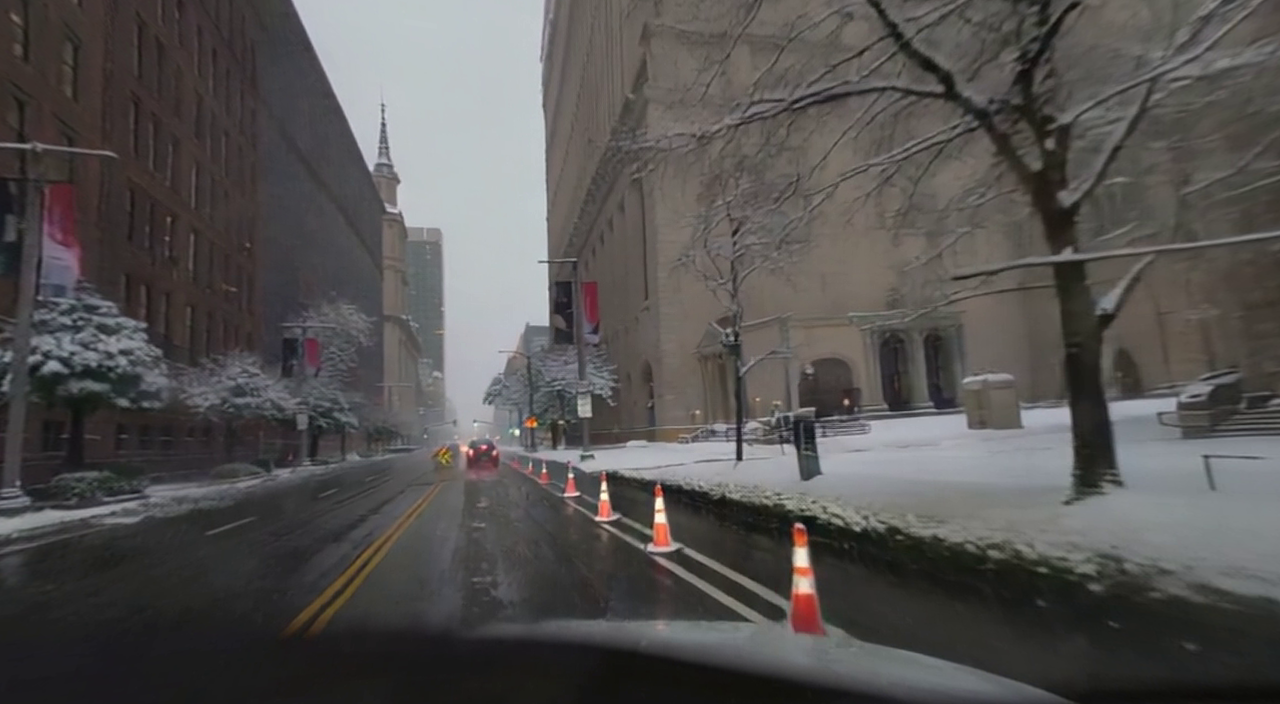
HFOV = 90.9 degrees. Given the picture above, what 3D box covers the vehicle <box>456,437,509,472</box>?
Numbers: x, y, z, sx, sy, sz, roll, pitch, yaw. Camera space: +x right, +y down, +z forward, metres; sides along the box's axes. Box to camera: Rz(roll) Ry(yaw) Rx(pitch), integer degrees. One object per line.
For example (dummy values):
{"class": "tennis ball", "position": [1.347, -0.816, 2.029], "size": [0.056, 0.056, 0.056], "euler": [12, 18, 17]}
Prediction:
{"class": "vehicle", "position": [-7.593, 4.885, 30.187], "size": [2.216, 1.492, 4.725], "euler": [2, -9, -15]}
